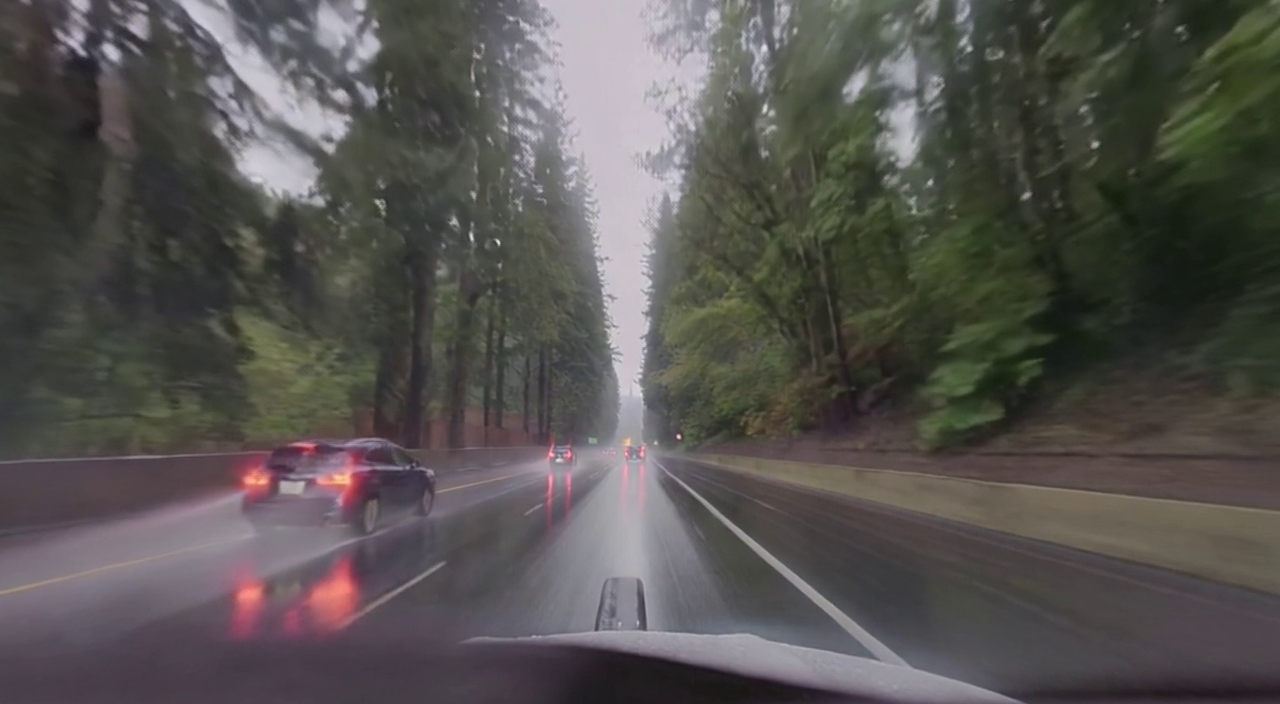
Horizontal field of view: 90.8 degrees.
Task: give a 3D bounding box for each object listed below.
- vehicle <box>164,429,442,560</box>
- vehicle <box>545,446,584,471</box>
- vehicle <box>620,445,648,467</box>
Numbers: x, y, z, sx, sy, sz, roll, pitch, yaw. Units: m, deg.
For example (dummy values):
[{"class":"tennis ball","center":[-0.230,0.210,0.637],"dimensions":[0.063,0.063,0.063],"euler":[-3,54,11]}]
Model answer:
[{"class":"vehicle","center":[-4.636,2.001,9.608],"dimensions":[1.838,1.508,4.317],"euler":[0,-9,0]},{"class":"vehicle","center":[-4.818,6.847,40.854],"dimensions":[2.052,1.468,4.390],"euler":[0,-9,0]},{"class":"vehicle","center":[-0.496,8.177,49.610],"dimensions":[2.070,1.603,4.806],"euler":[1,-9,-1]}]
